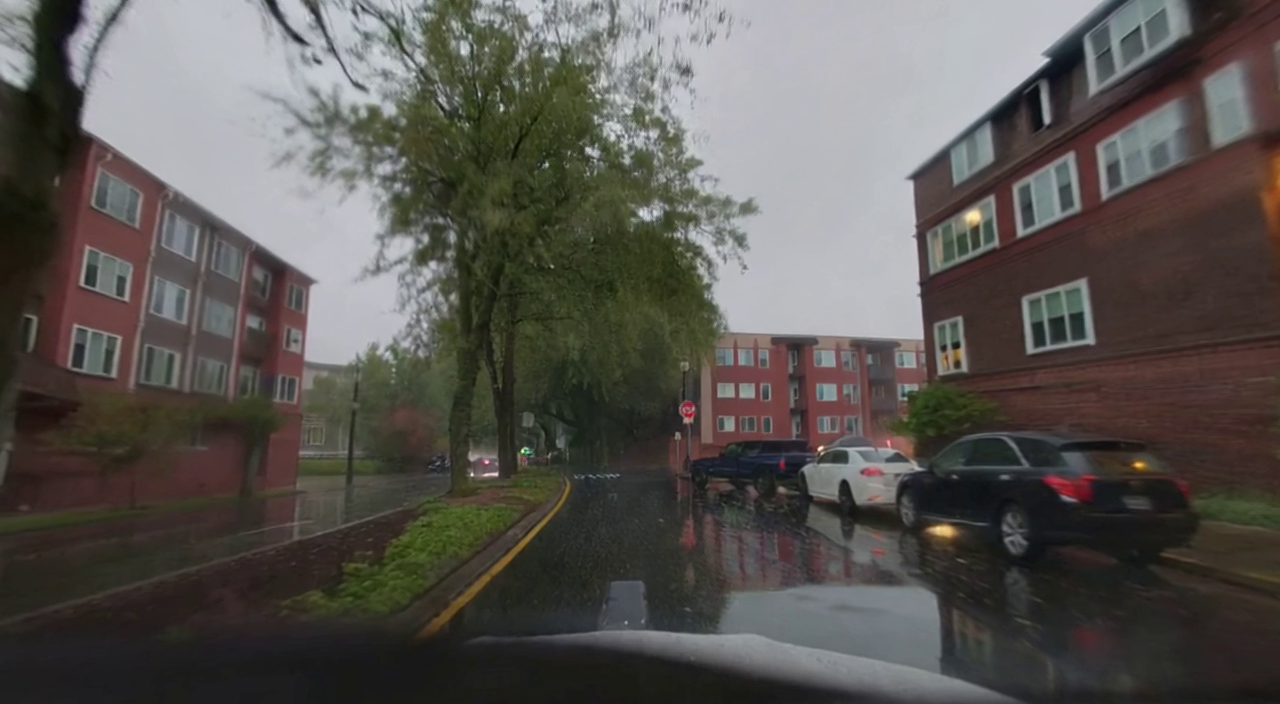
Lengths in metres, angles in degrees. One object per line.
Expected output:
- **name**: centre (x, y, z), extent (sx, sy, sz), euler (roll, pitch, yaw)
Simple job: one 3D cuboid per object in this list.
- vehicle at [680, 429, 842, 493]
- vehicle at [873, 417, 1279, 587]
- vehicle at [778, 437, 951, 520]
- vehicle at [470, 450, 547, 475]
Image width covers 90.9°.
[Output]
- **vehicle**: centre (3.385, 3.269, 18.738), extent (2.065, 1.529, 4.709), euler (1, -11, -29)
- **vehicle**: centre (4.928, 1.742, 8.054), extent (1.989, 1.503, 4.594), euler (1, -9, -2)
- **vehicle**: centre (4.638, 2.656, 14.008), extent (1.758, 1.454, 5.088), euler (0, -8, -3)
- **vehicle**: centre (-8.438, 7.036, 40.340), extent (4.654, 1.503, 1.951), euler (-5, -10, 30)
